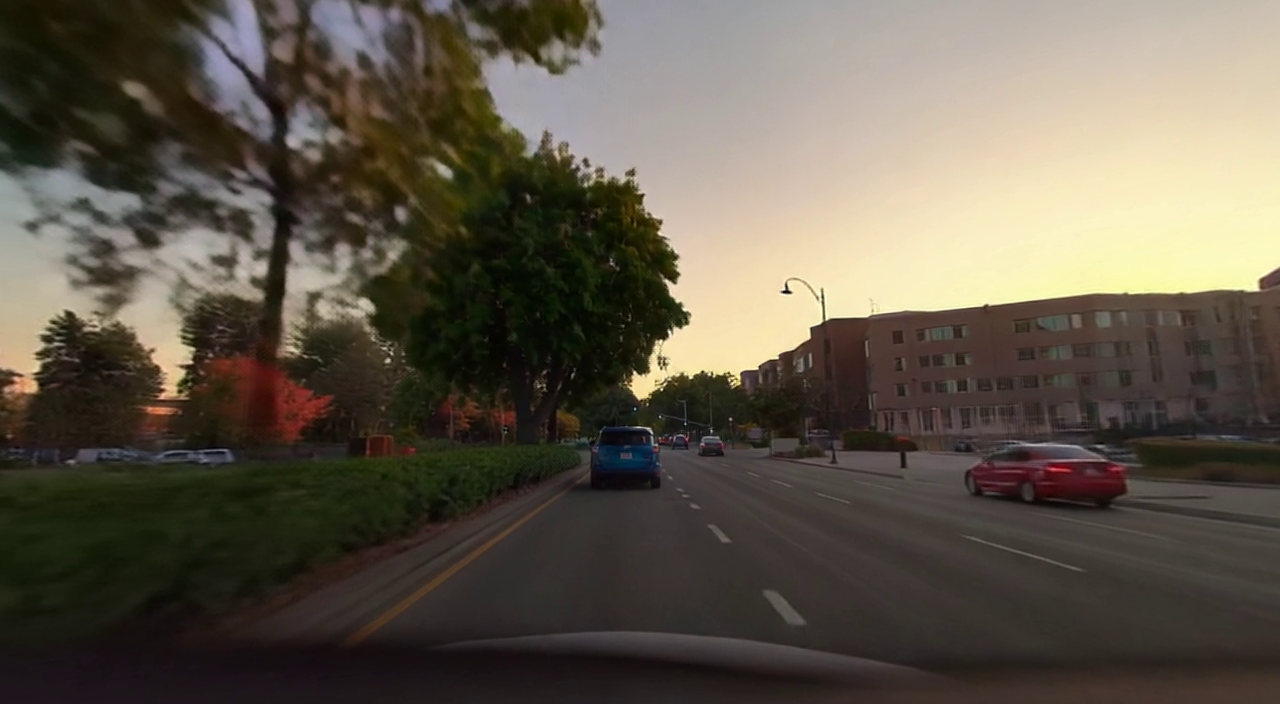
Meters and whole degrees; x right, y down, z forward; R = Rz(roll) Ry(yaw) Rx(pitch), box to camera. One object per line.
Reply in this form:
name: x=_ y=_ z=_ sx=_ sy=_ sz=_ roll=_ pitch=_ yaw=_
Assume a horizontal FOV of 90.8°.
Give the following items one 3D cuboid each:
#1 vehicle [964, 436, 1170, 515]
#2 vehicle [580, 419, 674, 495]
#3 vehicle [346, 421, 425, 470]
vehicle: x=9.153 y=2.651 z=14.154 sx=2.002 sy=1.456 sz=4.631 roll=-2 pitch=-9 yaw=9
vehicle: x=-0.359 y=2.862 z=17.516 sx=2.277 sy=1.816 sz=4.192 roll=0 pitch=-8 yaw=-1
vehicle: x=-19.239 y=7.164 z=48.337 sx=2.811 sy=3.399 sz=7.898 roll=1 pitch=-9 yaw=-2
